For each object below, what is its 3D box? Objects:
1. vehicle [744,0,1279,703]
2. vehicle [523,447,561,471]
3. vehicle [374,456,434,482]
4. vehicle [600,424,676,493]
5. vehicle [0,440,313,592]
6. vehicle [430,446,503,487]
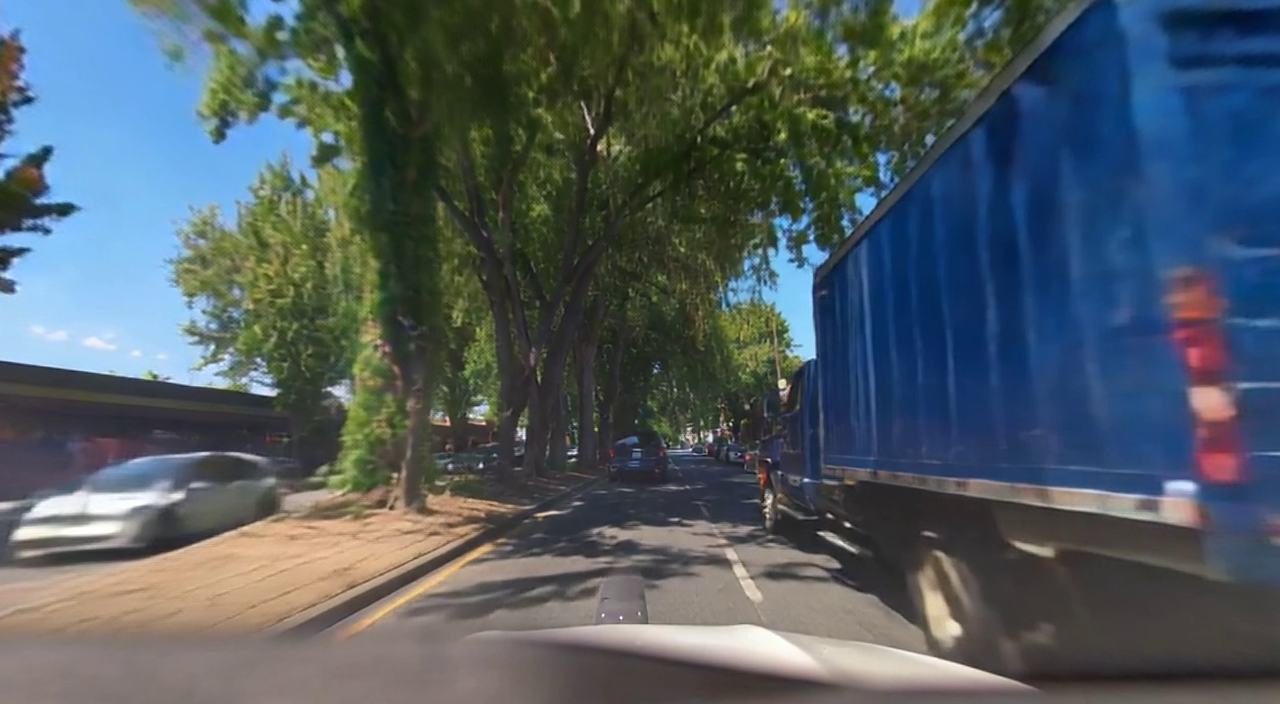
[{"bbox_3d":[3.824,0.685,8.496,3.007,4.206,12.913,0,-9,2],"label":"vehicle"},{"bbox_3d":[-7.321,8.018,47.677,1.977,1.669,4.387,-1,-9,2],"label":"vehicle"},{"bbox_3d":[-15.126,7.516,40.701,1.962,1.487,4.652,0,-9,2],"label":"vehicle"},{"bbox_3d":[0.053,3.560,21.350,2.293,2.036,4.853,-1,-9,3],"label":"vehicle"},{"bbox_3d":[-6.787,2.038,8.855,2.056,1.534,4.645,0,-9,-2],"label":"vehicle"},{"bbox_3d":[-7.605,5.033,28.152,1.937,1.641,4.575,0,-9,0],"label":"vehicle"}]
